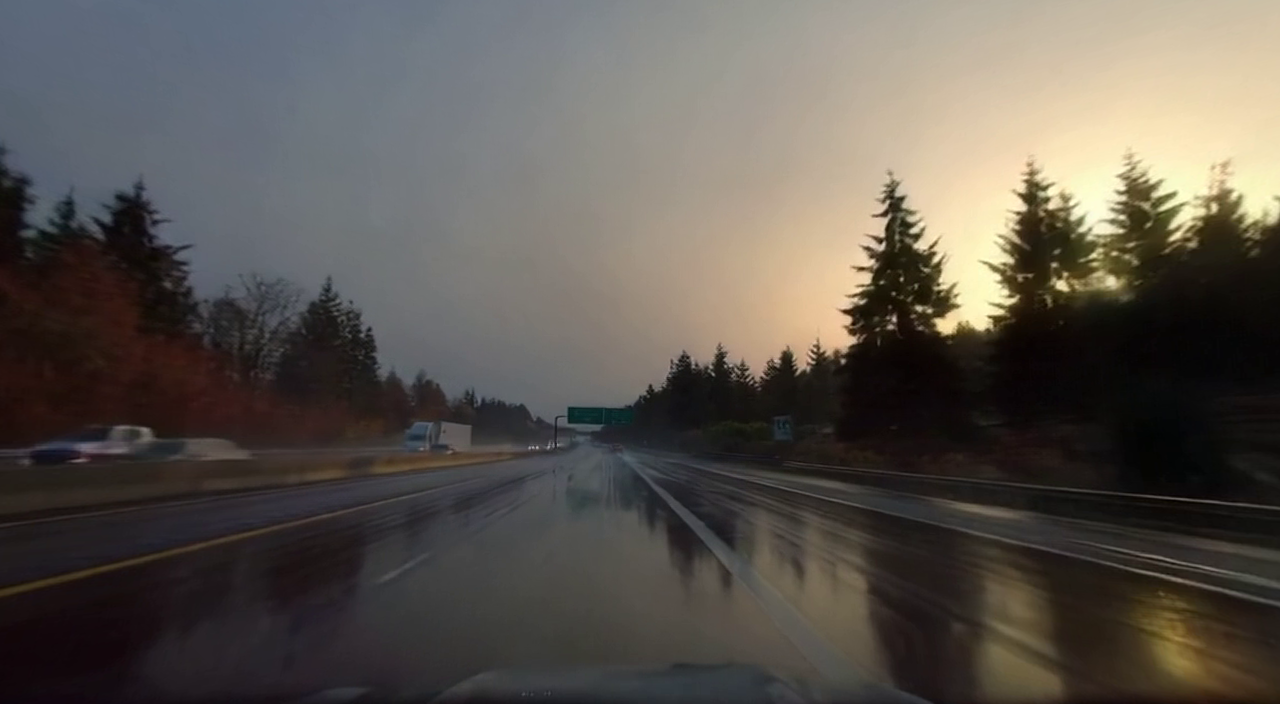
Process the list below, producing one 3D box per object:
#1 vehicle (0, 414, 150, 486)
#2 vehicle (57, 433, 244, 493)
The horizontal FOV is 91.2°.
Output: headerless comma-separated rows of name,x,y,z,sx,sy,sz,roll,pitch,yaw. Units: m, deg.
vehicle,-17.762,2.937,18.821,2.040,1.860,5.052,0,-9,-1
vehicle,-13.323,3.049,17.487,1.781,1.453,4.314,0,-9,-1
